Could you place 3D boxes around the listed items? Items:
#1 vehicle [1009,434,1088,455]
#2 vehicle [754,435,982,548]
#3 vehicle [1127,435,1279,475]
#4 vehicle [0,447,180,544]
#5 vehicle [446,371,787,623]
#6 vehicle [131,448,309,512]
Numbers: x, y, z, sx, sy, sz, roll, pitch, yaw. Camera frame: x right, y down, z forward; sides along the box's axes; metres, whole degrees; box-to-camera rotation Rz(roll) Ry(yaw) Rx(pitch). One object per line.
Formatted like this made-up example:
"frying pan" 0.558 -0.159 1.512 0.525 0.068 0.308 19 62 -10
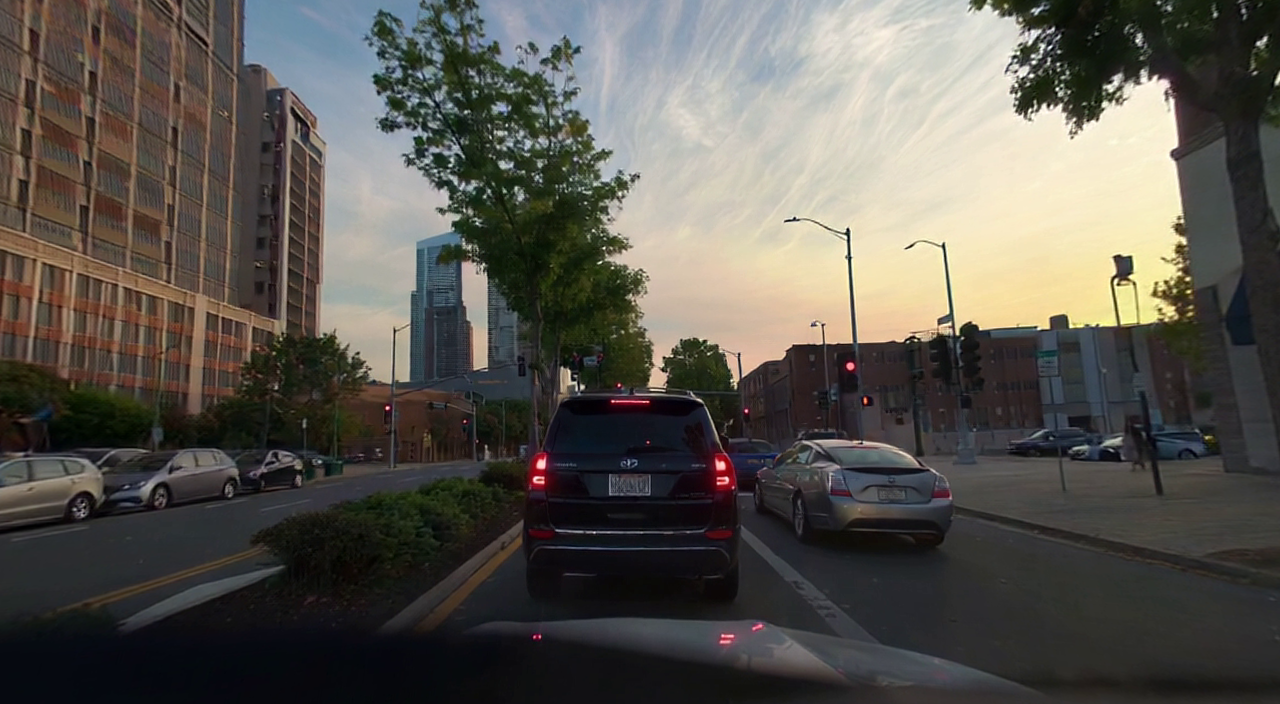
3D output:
"vehicle" 31.305 7.098 48.149 5.224 1.515 2.164 3 -9 -18
"vehicle" 3.289 2.086 10.099 2.056 1.422 4.130 0 -8 -1
"vehicle" 22.176 4.049 24.956 4.055 1.469 1.848 -4 -9 26
"vehicle" -12.533 2.915 13.468 1.891 1.723 4.360 0 -8 1
"vehicle" -0.163 1.361 6.773 2.453 1.816 4.300 0 -8 0
"vehicle" -12.460 3.786 19.134 2.207 1.648 4.675 0 -8 -1
